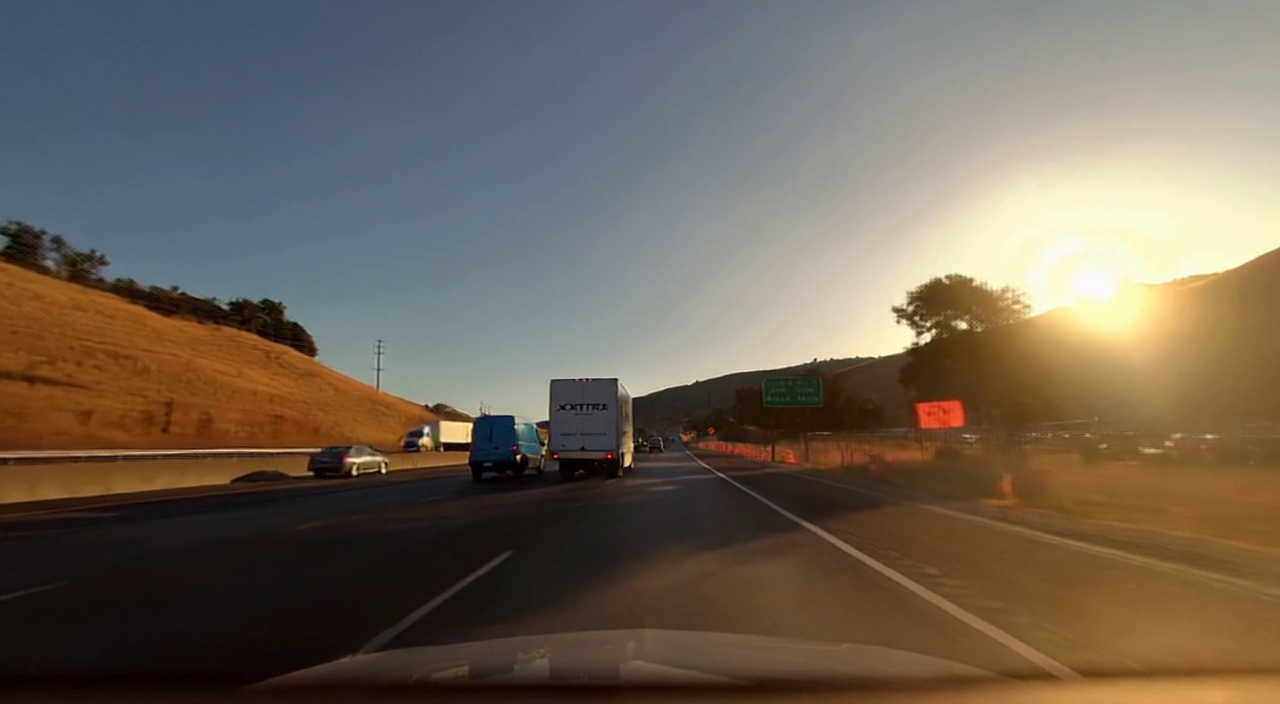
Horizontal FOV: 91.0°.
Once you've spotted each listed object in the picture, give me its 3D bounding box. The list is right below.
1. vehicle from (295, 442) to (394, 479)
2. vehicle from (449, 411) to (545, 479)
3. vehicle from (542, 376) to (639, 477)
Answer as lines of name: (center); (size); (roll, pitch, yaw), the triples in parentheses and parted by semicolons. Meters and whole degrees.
vehicle: (-13.052, 4.812, 28.182); (1.901, 1.487, 4.622); (0, -9, 4)
vehicle: (-6.027, 4.052, 27.534); (2.469, 2.615, 5.874); (0, -9, 3)
vehicle: (-1.994, 3.722, 30.080); (3.183, 4.011, 9.617); (0, -9, 4)
